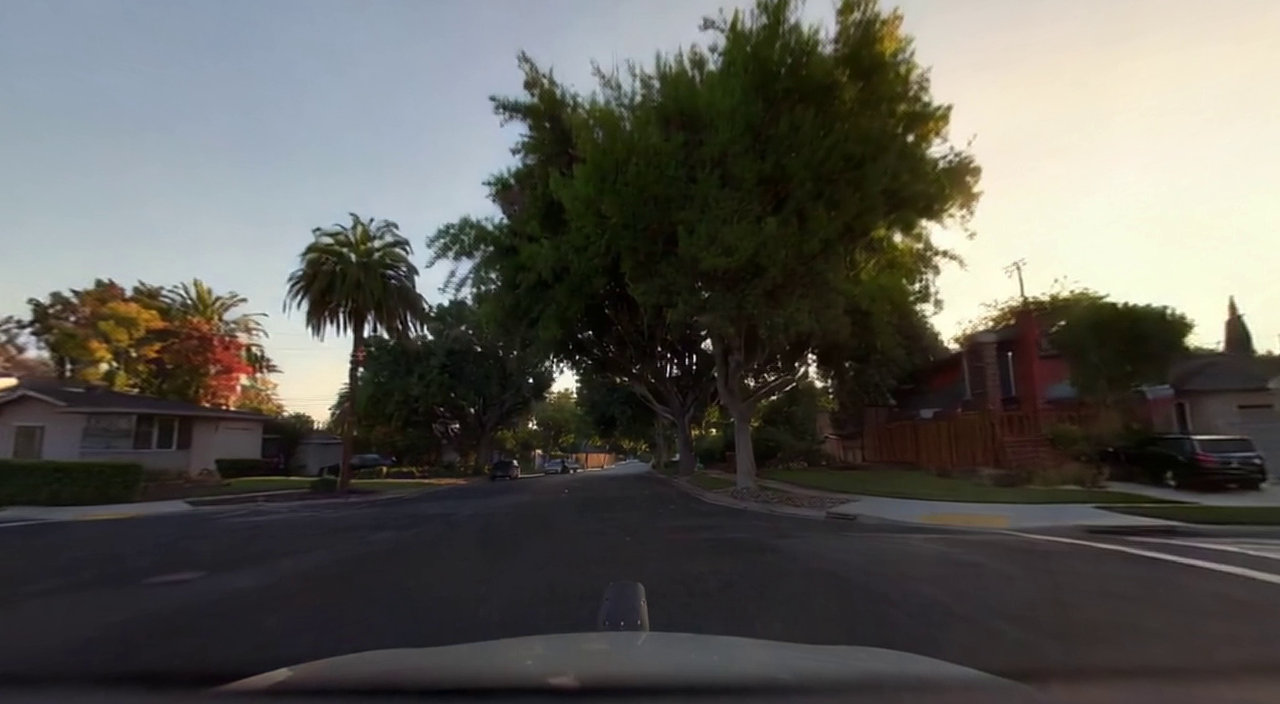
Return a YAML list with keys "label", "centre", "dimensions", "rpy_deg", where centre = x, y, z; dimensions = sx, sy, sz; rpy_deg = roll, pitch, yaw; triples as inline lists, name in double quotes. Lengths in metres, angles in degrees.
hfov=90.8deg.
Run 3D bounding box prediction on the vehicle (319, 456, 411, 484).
- label: "vehicle"
  centre: [-15.929, 6.855, 36.794]
  dimensions: [4.358, 1.516, 2.077]
  rpy_deg: [1, -9, -4]
